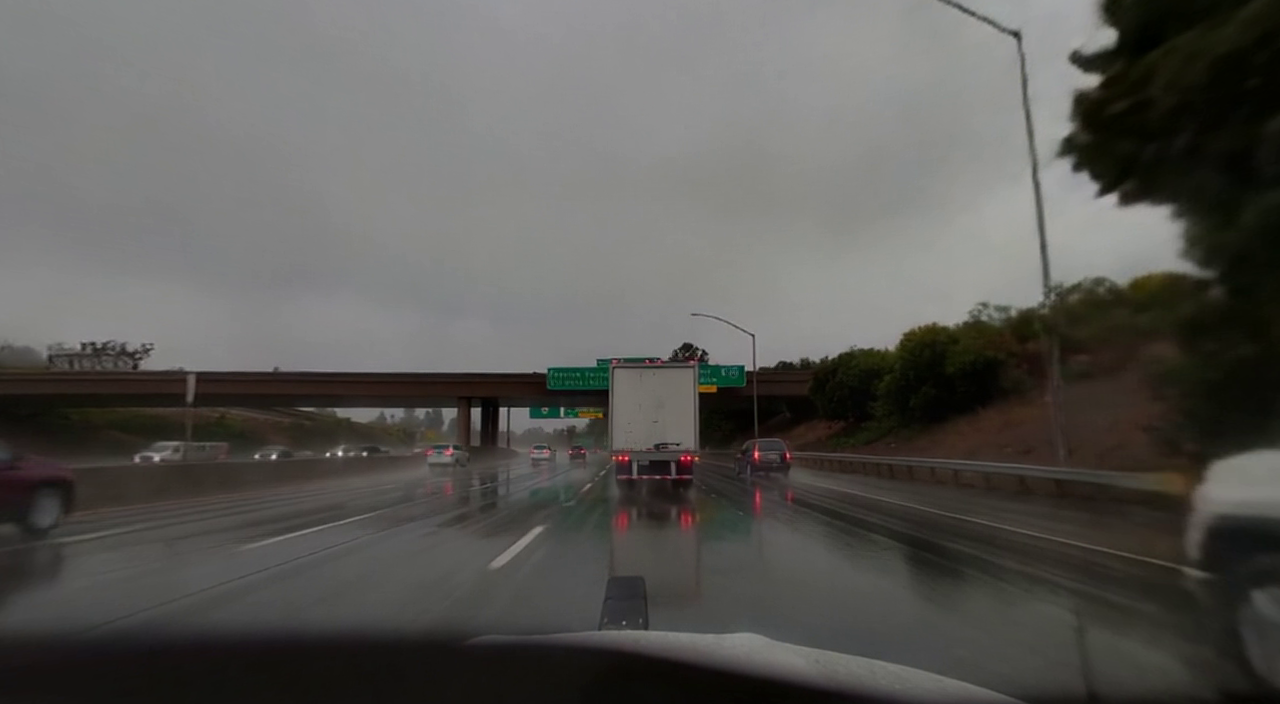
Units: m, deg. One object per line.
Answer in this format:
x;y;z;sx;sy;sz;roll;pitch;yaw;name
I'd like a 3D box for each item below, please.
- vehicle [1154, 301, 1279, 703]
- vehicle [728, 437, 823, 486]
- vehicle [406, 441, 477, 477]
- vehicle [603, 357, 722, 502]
4.044;0.467;0.977;2.174;1.968;5.016;0;-9;0;vehicle
4.537;3.754;21.971;2.108;1.508;4.744;0;-9;-2;vehicle
-10.728;5.789;34.524;2.217;1.797;5.226;0;-9;0;vehicle
0.376;2.723;21.079;2.916;3.584;10.841;0;-9;-2;vehicle
